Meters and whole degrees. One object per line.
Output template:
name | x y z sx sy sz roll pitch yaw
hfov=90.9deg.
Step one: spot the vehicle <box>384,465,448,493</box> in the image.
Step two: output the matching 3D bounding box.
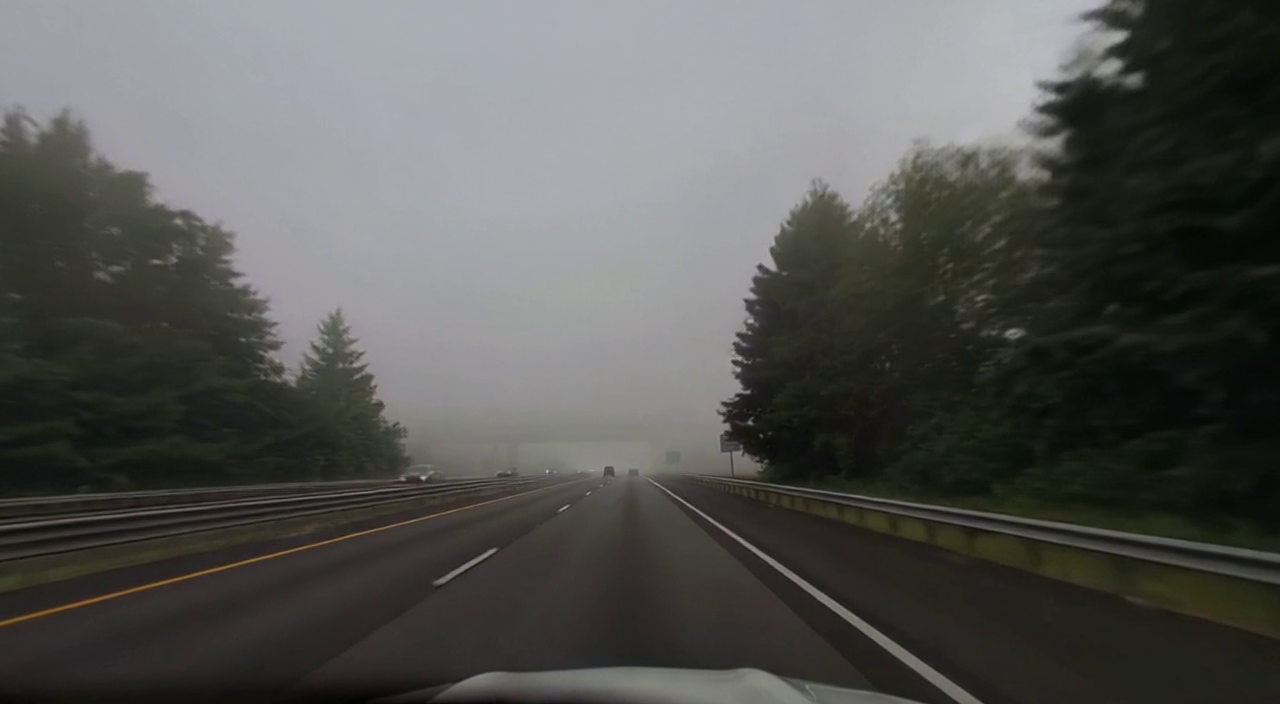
vehicle | -12.372 7.054 35.087 1.930 1.414 4.129 1 -10 1
